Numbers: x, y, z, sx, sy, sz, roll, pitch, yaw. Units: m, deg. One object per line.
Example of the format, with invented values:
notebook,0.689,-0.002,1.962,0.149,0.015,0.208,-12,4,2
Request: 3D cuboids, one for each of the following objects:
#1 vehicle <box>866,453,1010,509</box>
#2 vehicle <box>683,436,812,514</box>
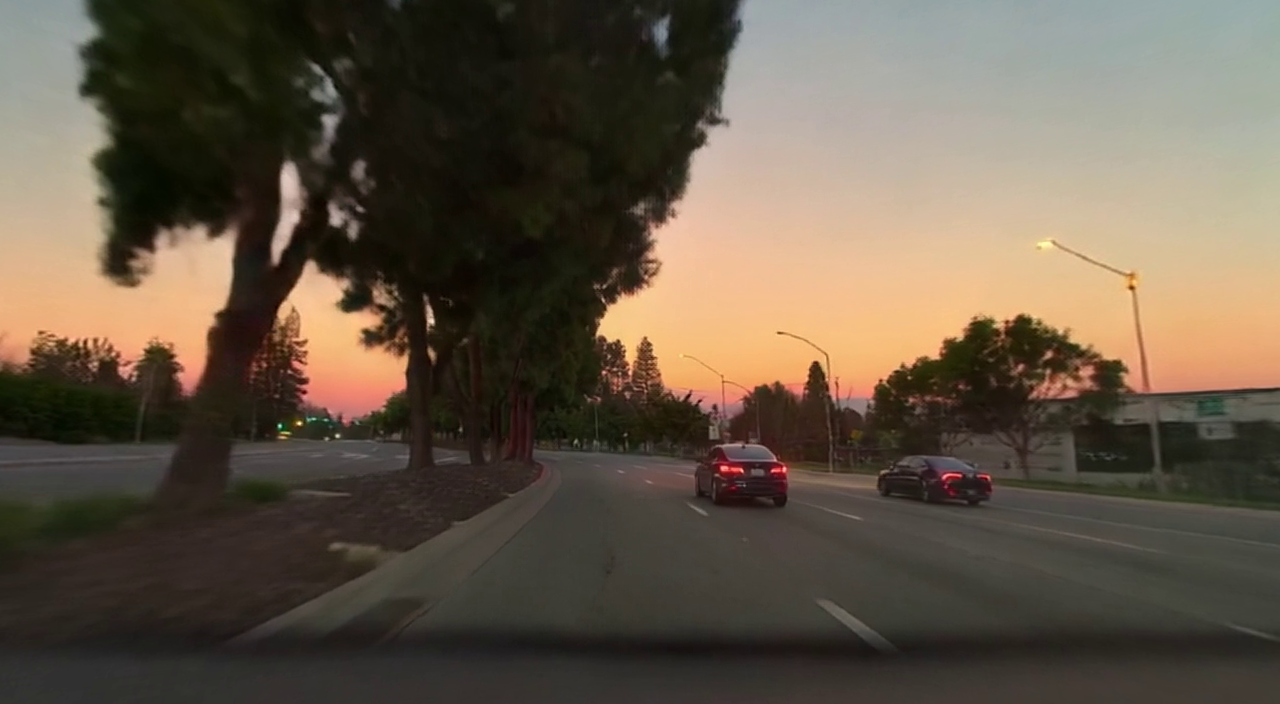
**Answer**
vehicle,9.092,3.950,19.830,1.940,1.460,4.652,1,-8,-5
vehicle,2.487,2.991,15.952,2.122,1.646,4.525,1,-8,-5
